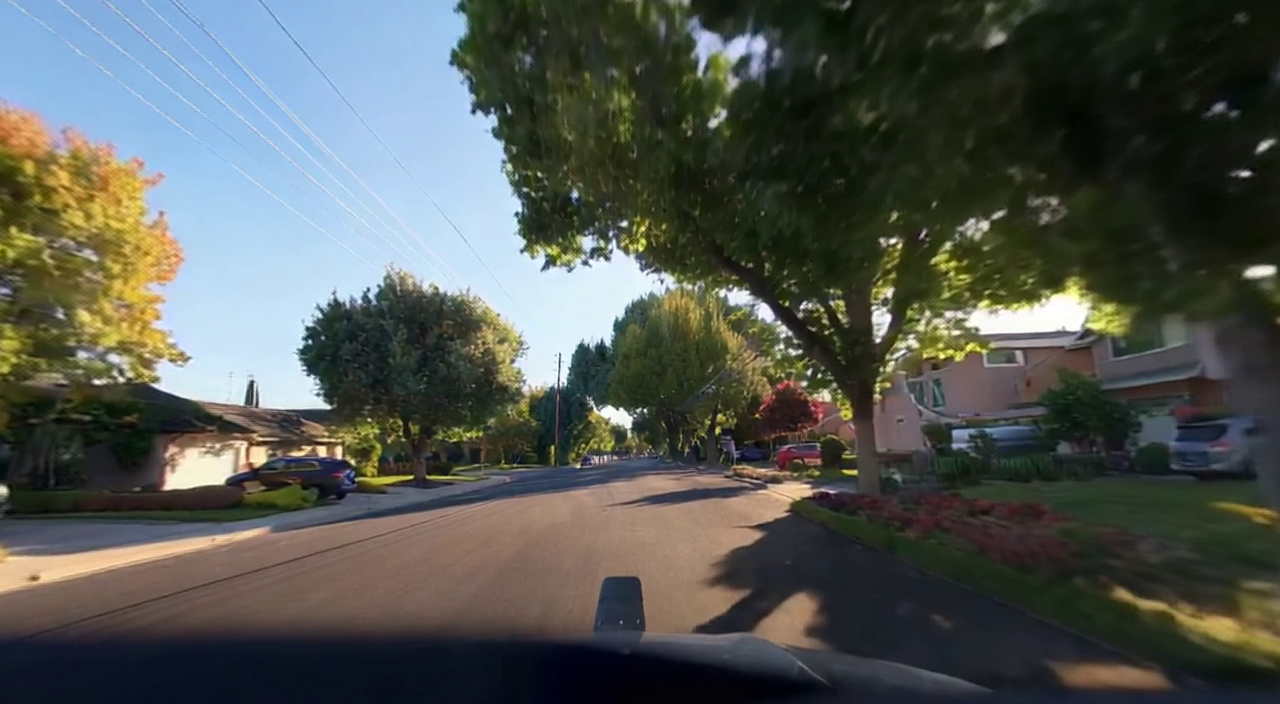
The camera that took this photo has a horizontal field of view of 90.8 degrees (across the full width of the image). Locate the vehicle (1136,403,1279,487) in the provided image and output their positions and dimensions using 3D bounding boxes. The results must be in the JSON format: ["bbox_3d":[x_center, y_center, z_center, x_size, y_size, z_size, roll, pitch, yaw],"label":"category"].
[{"bbox_3d":[14.531,2.152,14.502,4.373,1.759,2.093,0,-9,3],"label":"vehicle"}]

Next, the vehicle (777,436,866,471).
[{"bbox_3d":[10.605,5.964,37.251,4.686,1.786,2.019,-3,-9,6],"label":"vehicle"}]

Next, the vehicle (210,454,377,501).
[{"bbox_3d":[-12.536,4.552,23.083,4.893,1.567,2.105,-1,-9,5],"label":"vehicle"}]
